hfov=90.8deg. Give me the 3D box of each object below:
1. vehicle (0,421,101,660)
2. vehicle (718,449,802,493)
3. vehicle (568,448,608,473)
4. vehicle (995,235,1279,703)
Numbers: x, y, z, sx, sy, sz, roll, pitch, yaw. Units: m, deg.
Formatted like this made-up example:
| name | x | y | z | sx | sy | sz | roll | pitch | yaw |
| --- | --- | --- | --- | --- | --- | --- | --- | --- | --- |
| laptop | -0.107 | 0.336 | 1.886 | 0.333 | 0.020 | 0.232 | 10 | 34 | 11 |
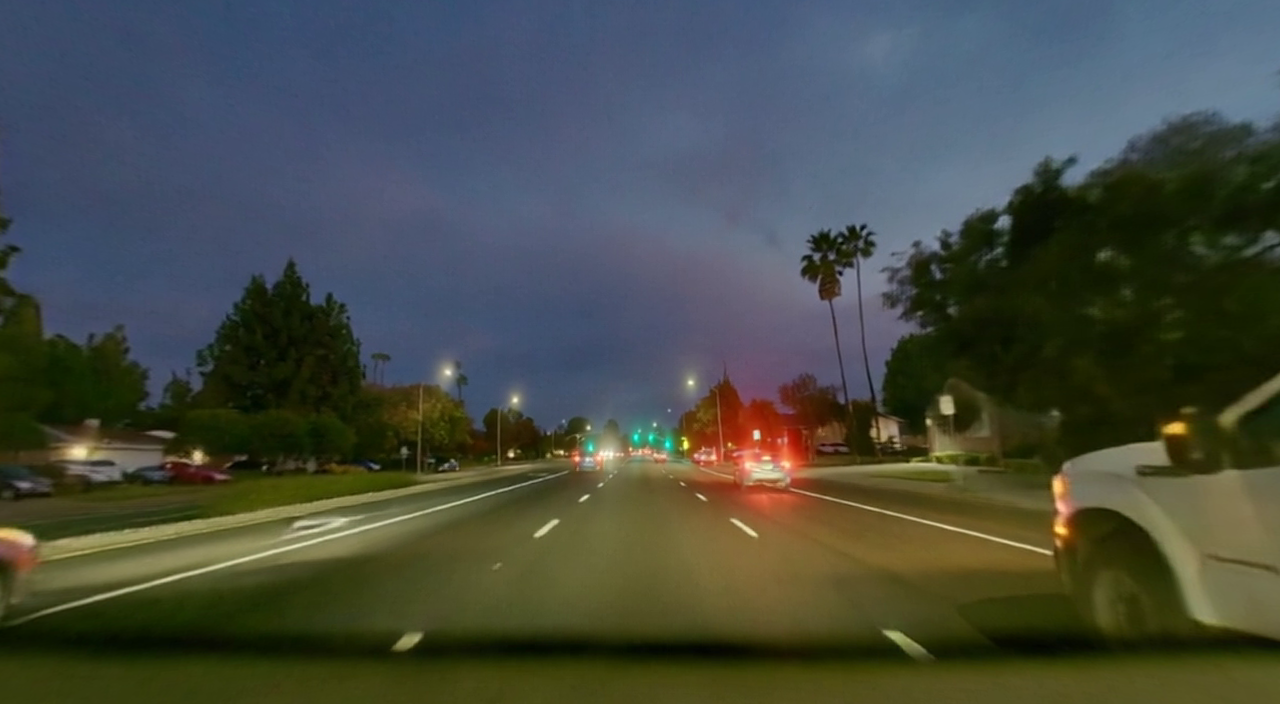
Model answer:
| name | x | y | z | sx | sy | sz | roll | pitch | yaw |
| --- | --- | --- | --- | --- | --- | --- | --- | --- | --- |
| vehicle | -4.998 | 0.981 | 2.544 | 2.094 | 1.509 | 4.286 | 1 | -9 | -5 |
| vehicle | 4.282 | 4.321 | 23.436 | 2.149 | 1.421 | 4.805 | 0 | -9 | 0 |
| vehicle | -3.328 | 7.073 | 41.450 | 2.263 | 1.548 | 4.555 | 0 | -9 | 0 |
| vehicle | 3.470 | 0.435 | 0.992 | 2.478 | 2.030 | 5.723 | 0 | -9 | 0 |
